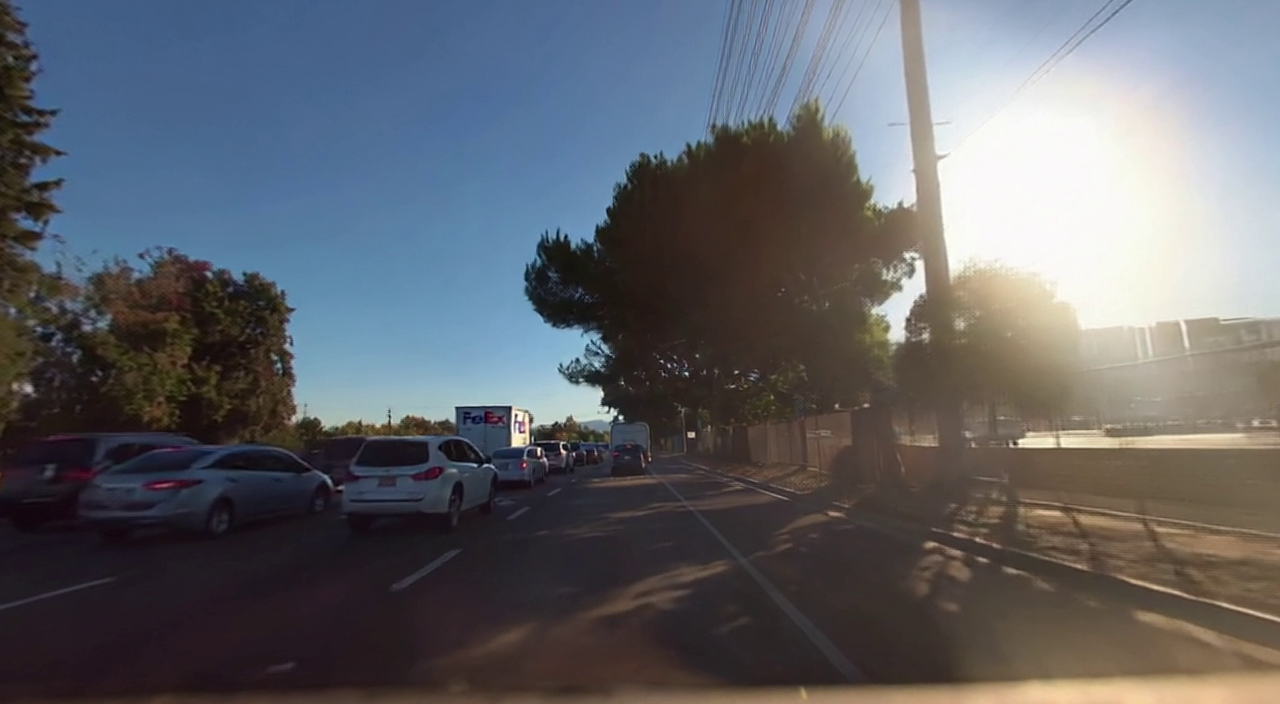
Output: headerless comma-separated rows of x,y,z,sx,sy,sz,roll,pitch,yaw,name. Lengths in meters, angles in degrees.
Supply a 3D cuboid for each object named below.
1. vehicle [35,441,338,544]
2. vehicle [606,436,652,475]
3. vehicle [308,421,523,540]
-7.846,2.409,11.744,1.909,1.473,5.050,0,-8,0,vehicle
-0.538,4.875,29.860,2.055,1.671,4.147,0,-8,-1,vehicle
-3.648,2.183,11.459,2.057,1.673,4.934,0,-8,0,vehicle
